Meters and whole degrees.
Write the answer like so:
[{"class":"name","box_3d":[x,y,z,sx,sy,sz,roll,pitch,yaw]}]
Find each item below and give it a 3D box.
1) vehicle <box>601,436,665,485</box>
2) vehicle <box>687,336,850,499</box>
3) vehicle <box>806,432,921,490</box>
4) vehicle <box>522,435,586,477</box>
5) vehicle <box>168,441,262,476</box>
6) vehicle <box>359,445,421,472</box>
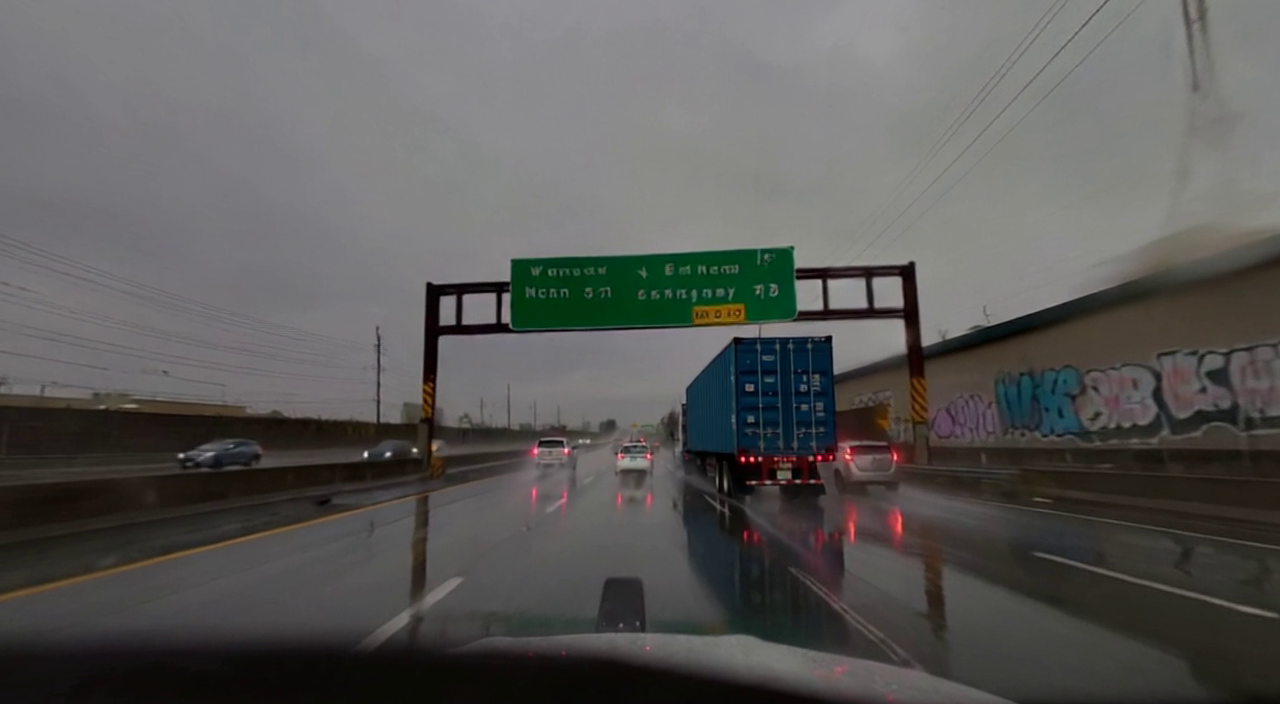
[{"class":"vehicle","box_3d":[-0.254,4.029,23.713,2.191,1.685,4.015,0,-9,0]},{"class":"vehicle","box_3d":[3.649,2.587,22.273,2.800,4.039,13.179,0,-9,-1]},{"class":"vehicle","box_3d":[7.328,3.639,21.350,2.202,1.731,4.628,0,-9,0]},{"class":"vehicle","box_3d":[-3.984,4.932,30.063,2.264,1.804,4.584,0,-9,2]},{"class":"vehicle","box_3d":[-21.639,5.438,32.430,1.869,1.663,4.408,0,-9,-2]},{"class":"vehicle","box_3d":[-14.545,6.220,37.068,1.959,1.487,4.293,0,-9,-2]}]
